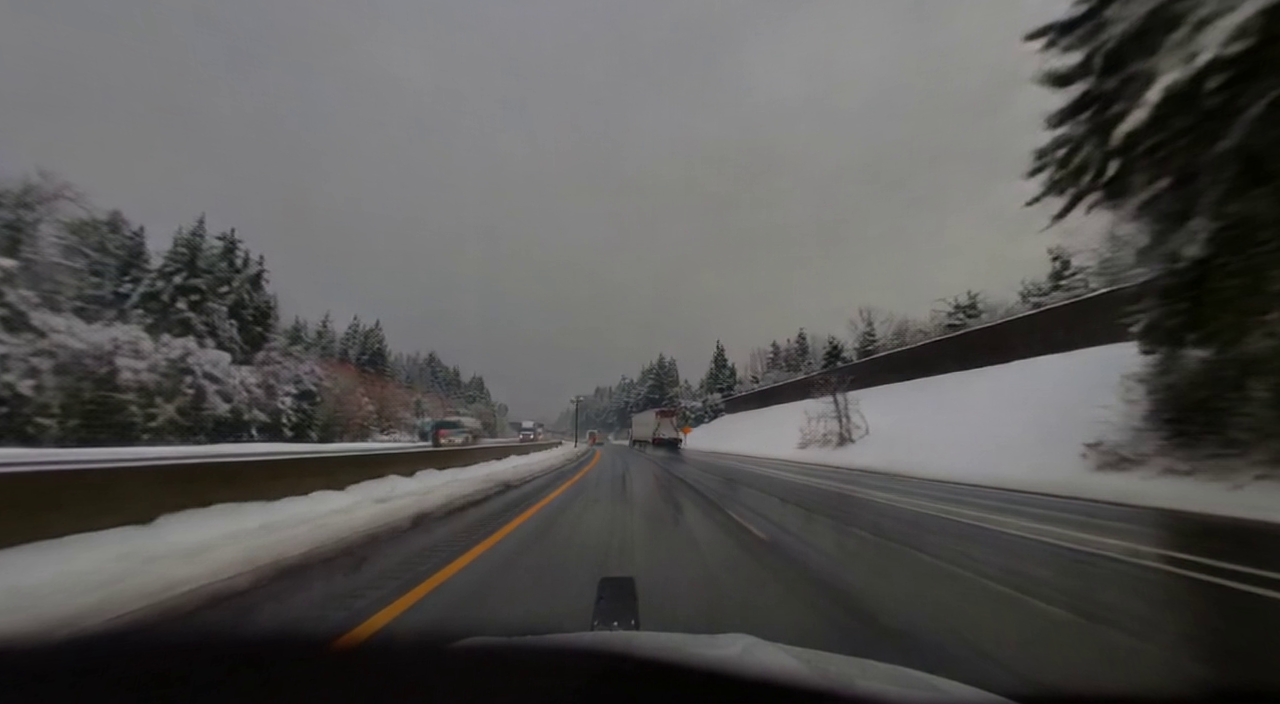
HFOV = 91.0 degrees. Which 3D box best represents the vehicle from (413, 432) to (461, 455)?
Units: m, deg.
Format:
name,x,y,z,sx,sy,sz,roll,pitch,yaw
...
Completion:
name,x,y,z,sx,sy,sz,roll,pitch,yaw
vehicle,-14.064,6.368,43.950,2.027,1.507,4.580,0,-8,-3
